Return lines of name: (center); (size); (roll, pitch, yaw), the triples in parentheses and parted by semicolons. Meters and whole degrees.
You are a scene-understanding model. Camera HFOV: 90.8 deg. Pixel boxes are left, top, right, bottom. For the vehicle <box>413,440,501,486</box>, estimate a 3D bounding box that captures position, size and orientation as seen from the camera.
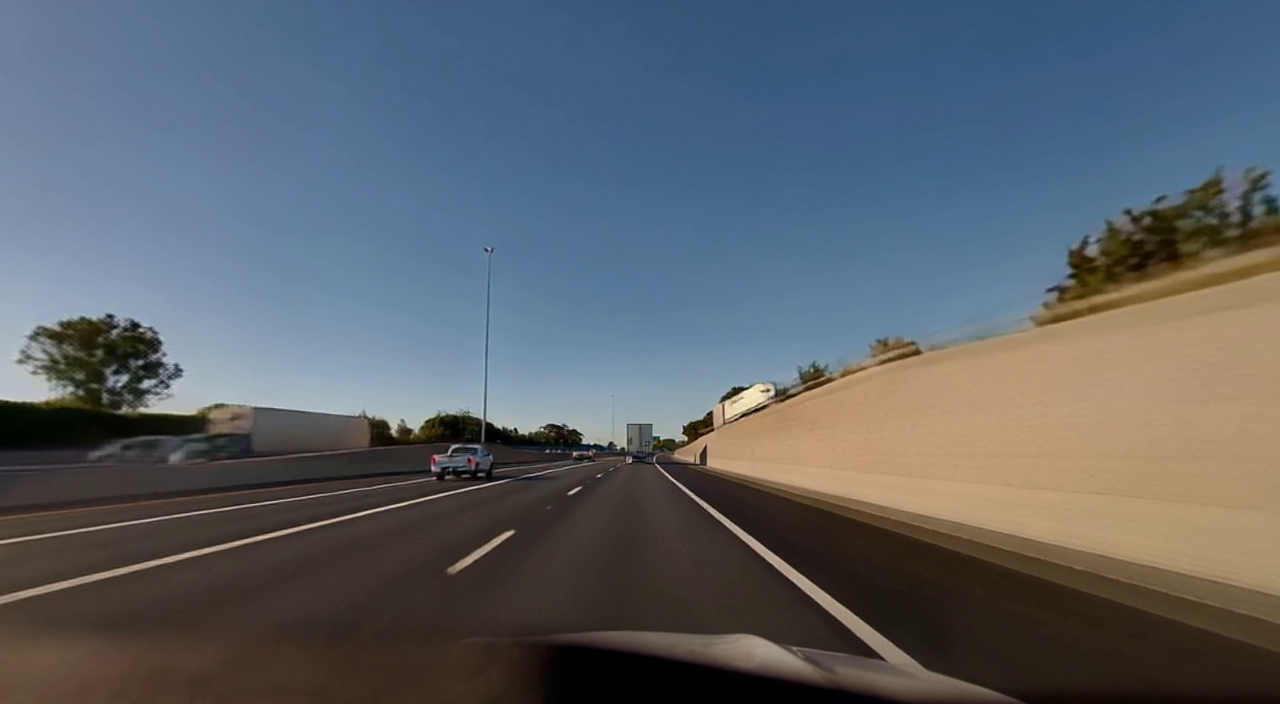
vehicle: (-7.312, 4.510, 25.804); (2.067, 1.676, 4.789); (0, -9, 1)
